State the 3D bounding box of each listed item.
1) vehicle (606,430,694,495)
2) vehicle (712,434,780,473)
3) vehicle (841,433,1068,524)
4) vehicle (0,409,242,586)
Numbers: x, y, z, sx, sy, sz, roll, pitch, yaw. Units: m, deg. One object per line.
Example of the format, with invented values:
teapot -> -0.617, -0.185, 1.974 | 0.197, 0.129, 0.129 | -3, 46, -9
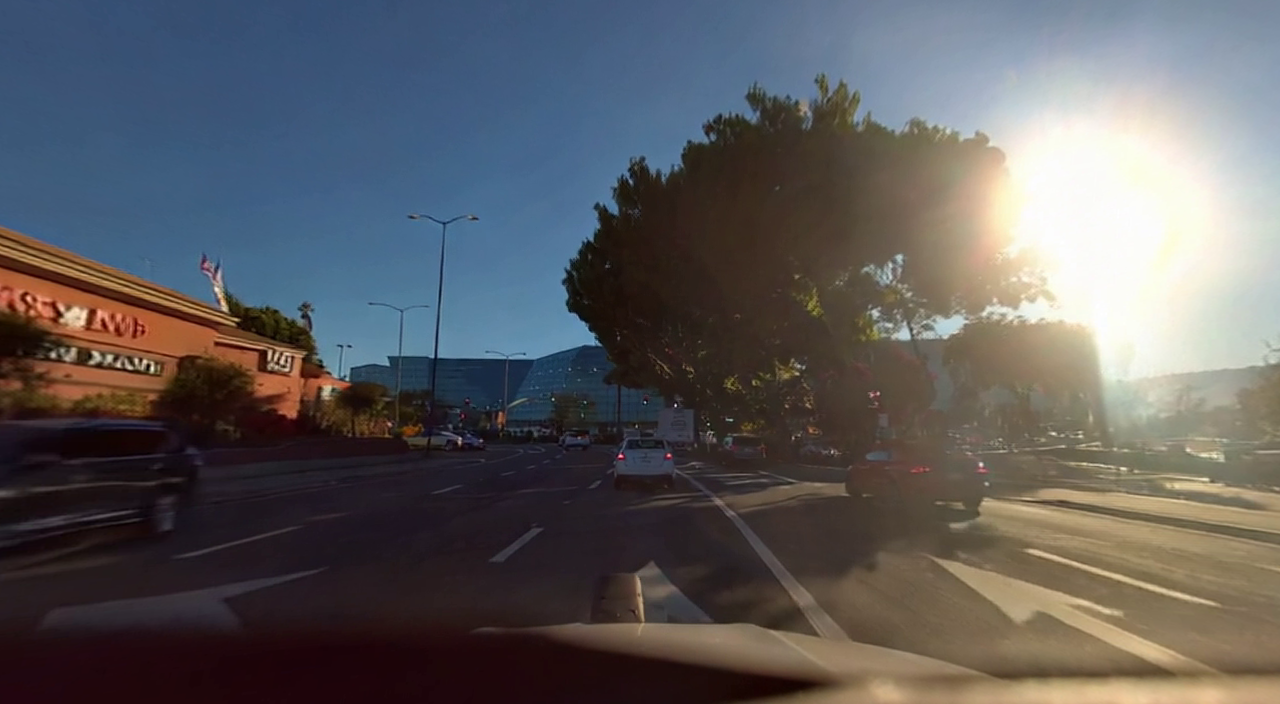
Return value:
vehicle -> 0.233, 2.750, 16.122 | 1.991, 1.472, 3.518 | 0, -8, 0
vehicle -> 4.258, 4.118, 25.939 | 1.889, 1.480, 3.876 | 1, -8, -4
vehicle -> 5.822, 2.365, 12.558 | 2.081, 1.434, 4.833 | 0, -8, 1
vehicle -> -6.426, 1.352, 6.188 | 1.980, 1.499, 4.417 | 0, -8, 3
